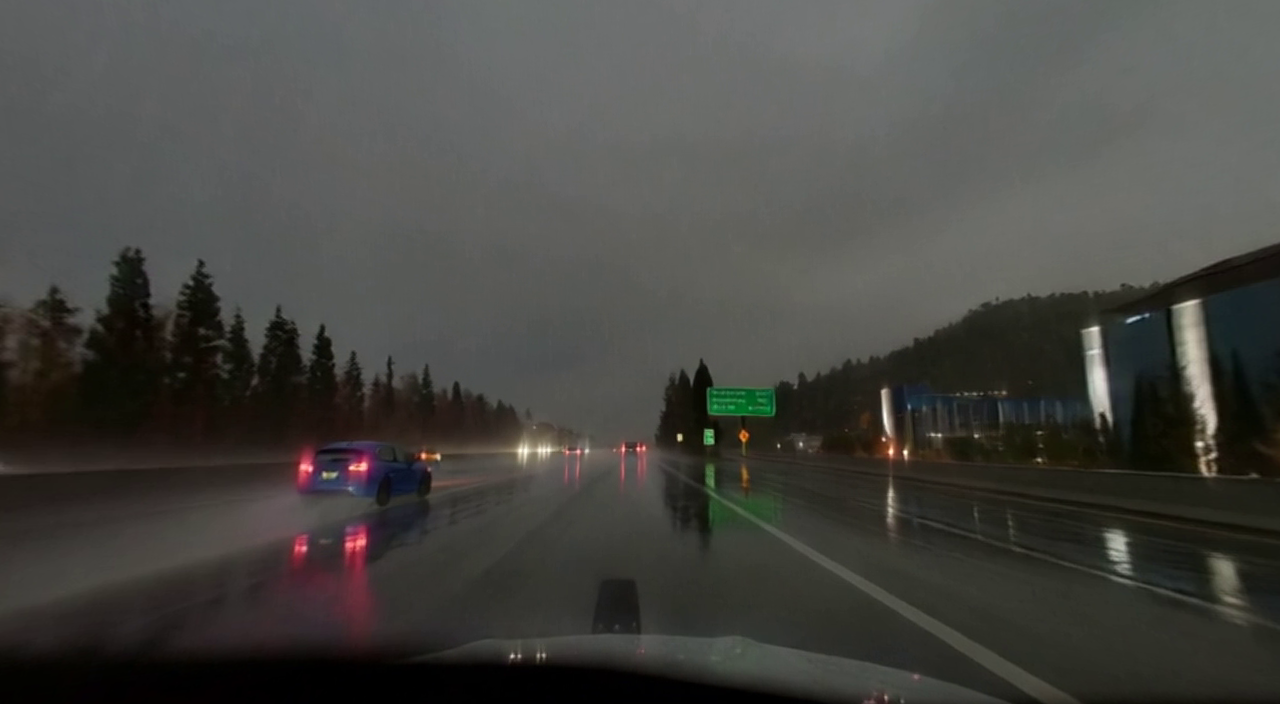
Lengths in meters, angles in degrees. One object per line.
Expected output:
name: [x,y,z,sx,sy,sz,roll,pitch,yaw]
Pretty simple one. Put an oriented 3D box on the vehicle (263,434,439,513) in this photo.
vehicle: [-6.731,2.872,15.477,2.016,1.606,4.806,0,-9,0]
